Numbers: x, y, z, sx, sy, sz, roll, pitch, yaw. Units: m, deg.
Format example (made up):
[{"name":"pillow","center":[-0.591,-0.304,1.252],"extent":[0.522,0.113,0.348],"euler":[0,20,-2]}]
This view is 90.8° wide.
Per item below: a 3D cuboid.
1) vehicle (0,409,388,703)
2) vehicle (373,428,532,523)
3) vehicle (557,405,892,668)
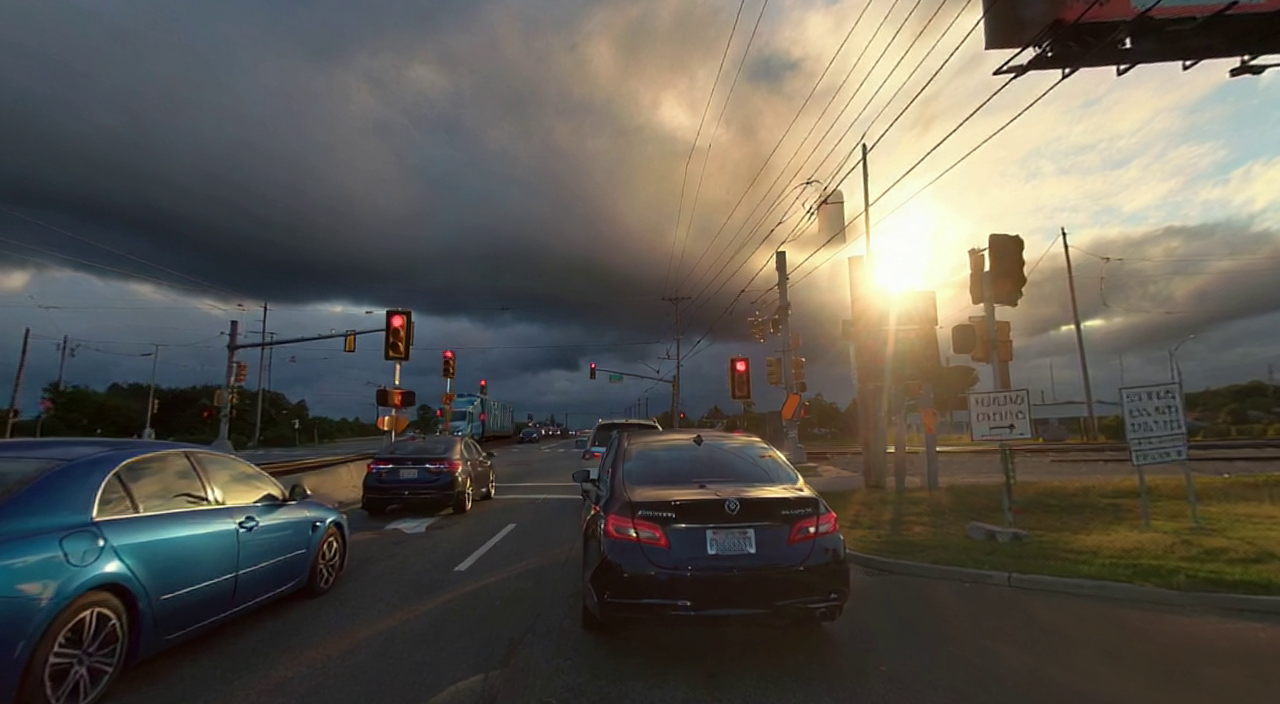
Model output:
[{"name":"vehicle","center":[-3.707,1.250,4.465],"extent":[1.956,1.468,4.585],"euler":[0,-9,0]},{"name":"vehicle","center":[-3.355,2.280,12.191],"extent":[1.984,1.505,3.982],"euler":[0,-9,-2]},{"name":"vehicle","center":[0.395,1.383,5.796],"extent":[1.998,1.529,3.960],"euler":[1,-9,-3]}]
